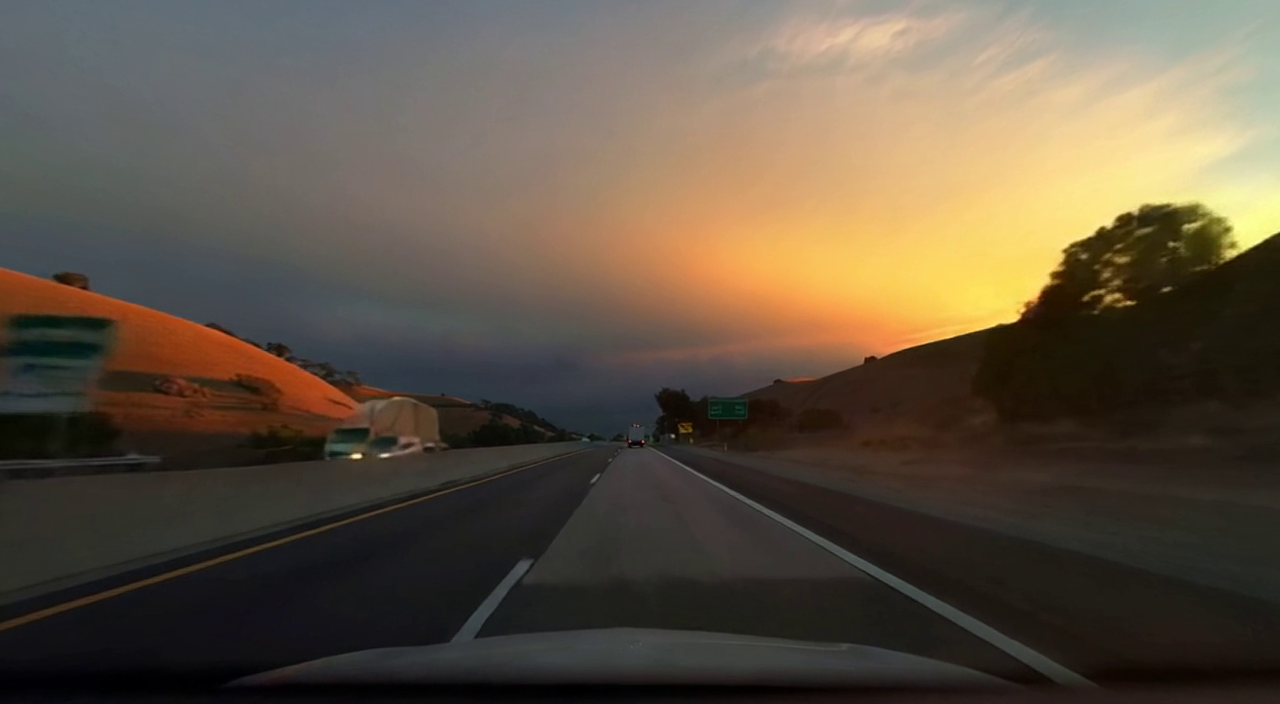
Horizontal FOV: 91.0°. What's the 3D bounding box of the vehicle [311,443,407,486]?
[{"bbox_3d":[-10.904,4.357,24.802,1.918,1.462,4.383,-2,-8,-2],"label":"vehicle"}]
